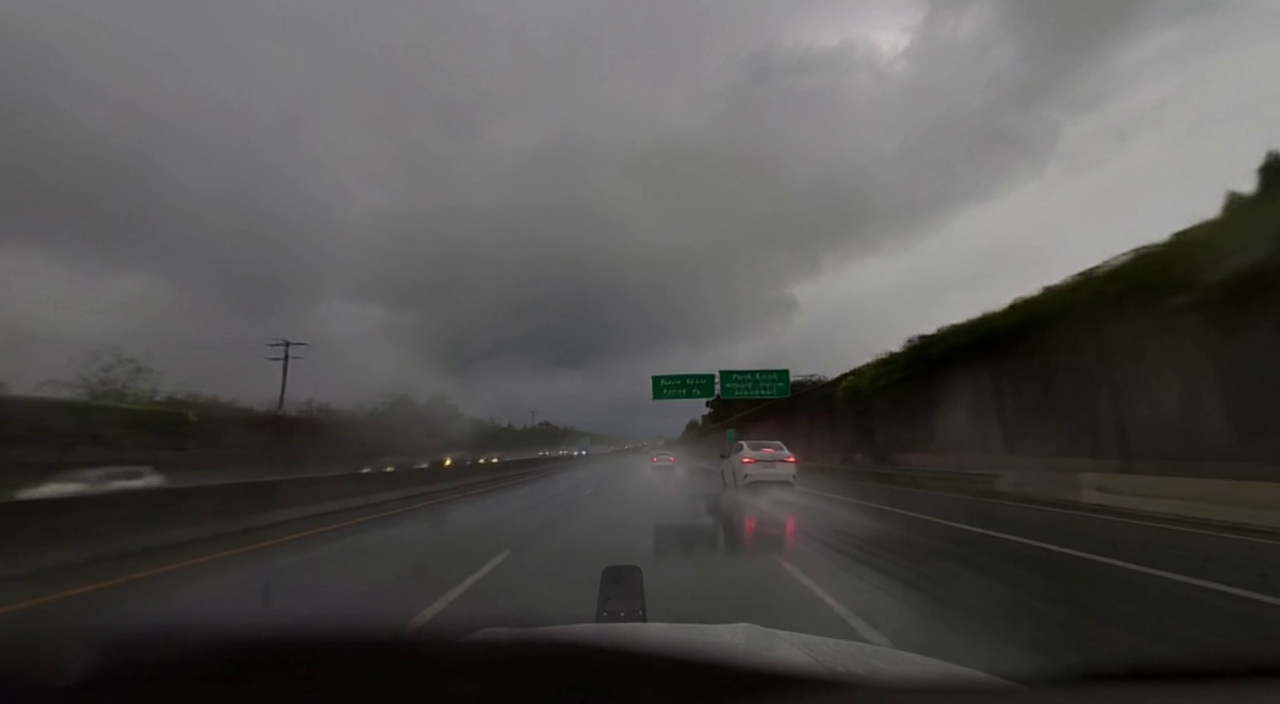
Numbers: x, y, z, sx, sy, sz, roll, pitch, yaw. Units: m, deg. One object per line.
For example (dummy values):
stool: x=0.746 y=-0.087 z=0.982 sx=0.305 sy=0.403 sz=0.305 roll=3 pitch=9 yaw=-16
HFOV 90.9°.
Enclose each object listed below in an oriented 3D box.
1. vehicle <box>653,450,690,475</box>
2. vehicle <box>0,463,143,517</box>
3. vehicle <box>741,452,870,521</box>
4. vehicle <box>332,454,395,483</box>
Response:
vehicle: x=1.886 y=6.782 z=38.913 sx=2.065 sy=1.400 sz=4.028 roll=0 pitch=-9 yaw=1
vehicle: x=-19.823 y=4.586 z=21.421 sx=1.909 sy=1.514 sz=4.719 roll=0 pitch=-9 yaw=1
vehicle: x=3.551 y=2.927 z=14.170 sx=1.883 sy=1.320 sz=3.386 roll=0 pitch=-9 yaw=-2
vehicle: x=-14.876 y=6.288 z=34.088 sx=1.676 sy=1.439 sz=3.554 roll=-1 pitch=-9 yaw=2
